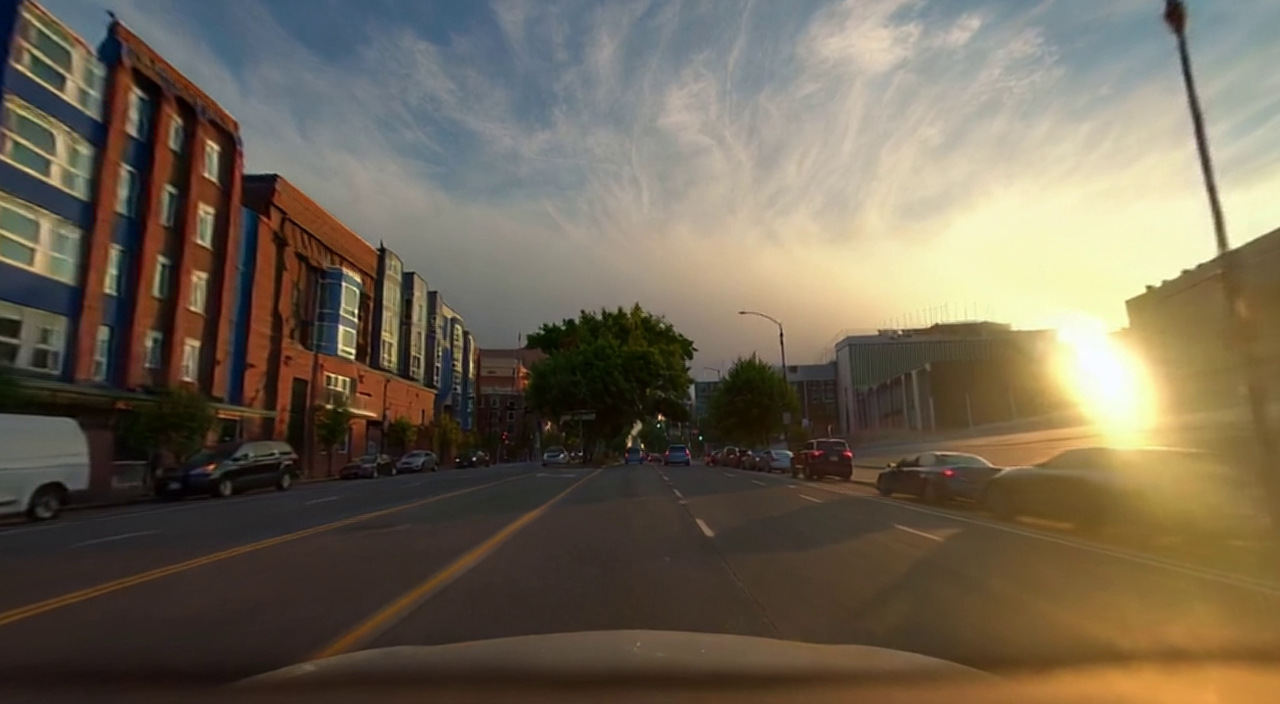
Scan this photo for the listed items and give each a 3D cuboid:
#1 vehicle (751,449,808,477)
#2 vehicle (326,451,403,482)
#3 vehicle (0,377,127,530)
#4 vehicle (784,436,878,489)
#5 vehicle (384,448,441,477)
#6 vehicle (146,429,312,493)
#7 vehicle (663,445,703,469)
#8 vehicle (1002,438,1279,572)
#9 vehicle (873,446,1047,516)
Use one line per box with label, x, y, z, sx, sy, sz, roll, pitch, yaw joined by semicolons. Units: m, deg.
vehicle;7.845;6.300;36.024;2.030;1.444;4.832;0;-9;-2
vehicle;-14.995;6.244;34.717;1.953;1.456;4.690;0;-8;2
vehicle;-14.604;1.985;12.432;3.047;3.098;6.783;1;-8;2
vehicle;7.892;4.618;26.785;2.305;1.984;5.002;0;-9;-1
vehicle;-15.054;7.287;42.058;2.063;1.735;4.317;1;-8;1
vehicle;-14.325;3.993;22.574;2.330;2.013;5.310;0;-12;-1
vehicle;2.850;7.142;43.138;2.238;1.499;4.964;0;-8;-2
vehicle;7.882;2.204;9.840;2.054;1.628;3.841;0;-9;-2
vehicle;7.846;3.183;16.115;2.018;1.489;4.620;-1;-9;0
